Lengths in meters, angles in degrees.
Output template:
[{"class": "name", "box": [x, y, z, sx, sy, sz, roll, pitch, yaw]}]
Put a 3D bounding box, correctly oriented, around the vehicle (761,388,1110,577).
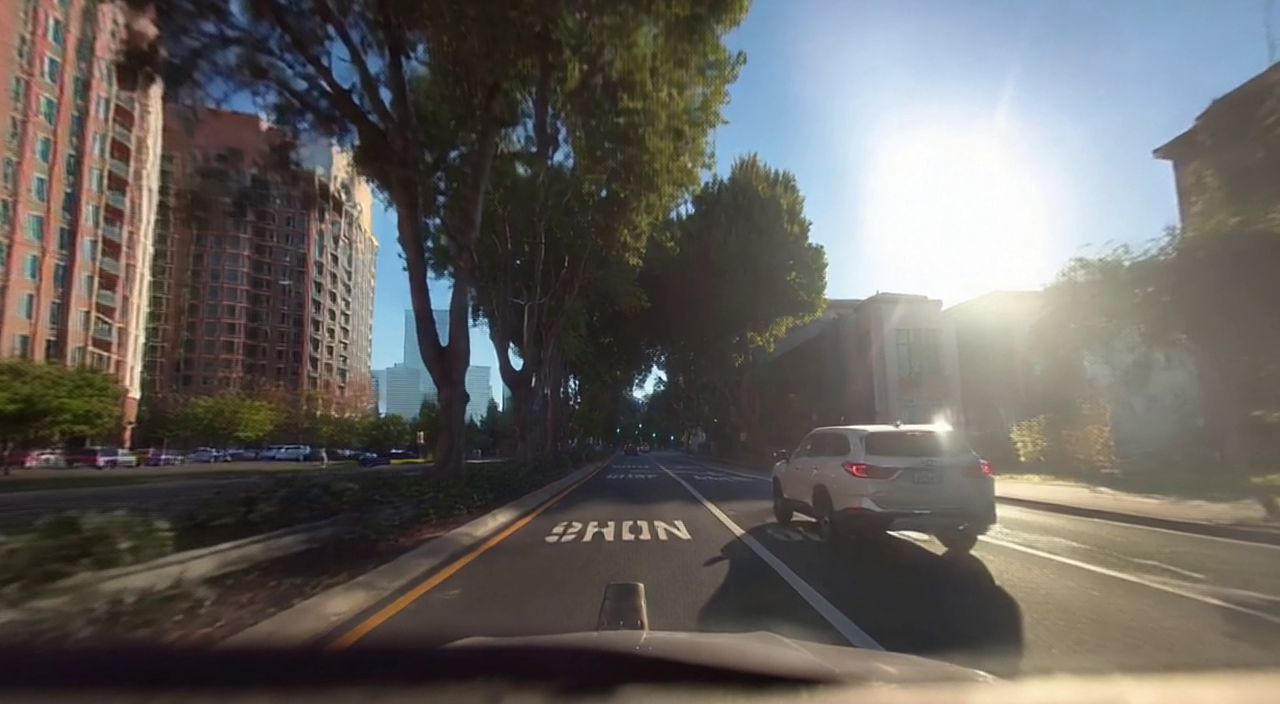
[{"class": "vehicle", "box": [3.622, 1.751, 9.305, 2.505, 1.971, 5.162, 0, -9, -1]}]
